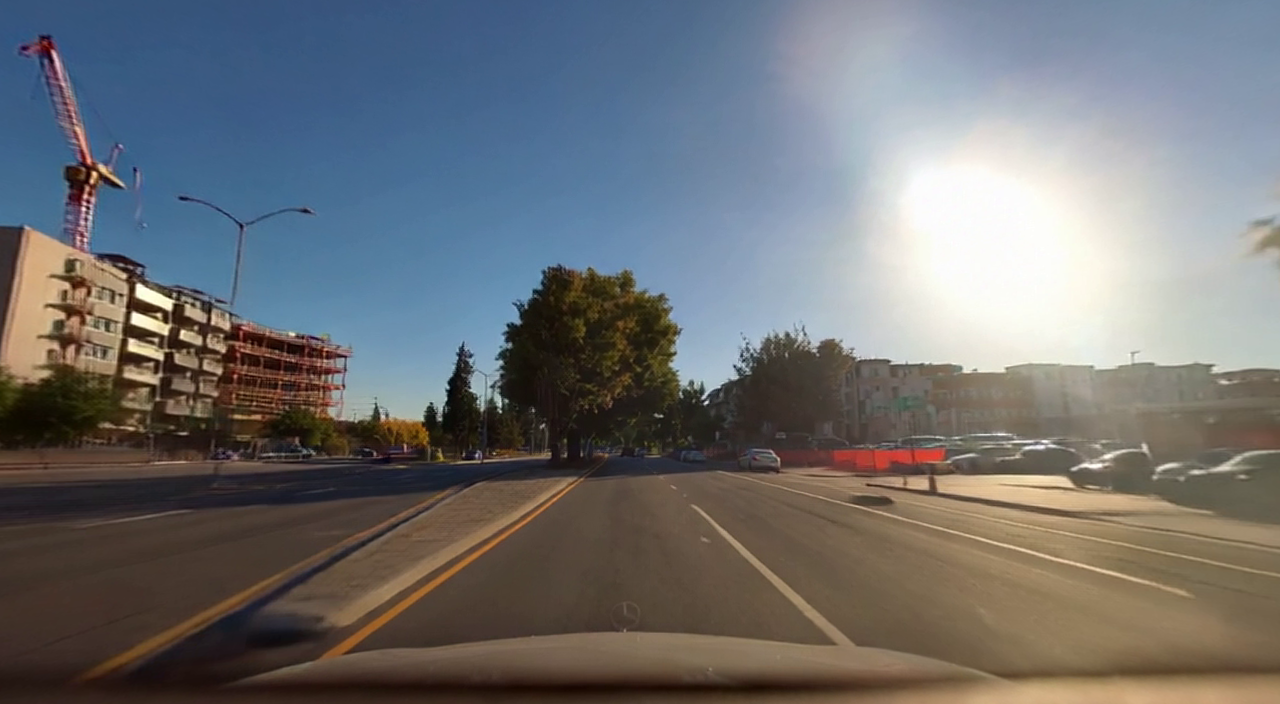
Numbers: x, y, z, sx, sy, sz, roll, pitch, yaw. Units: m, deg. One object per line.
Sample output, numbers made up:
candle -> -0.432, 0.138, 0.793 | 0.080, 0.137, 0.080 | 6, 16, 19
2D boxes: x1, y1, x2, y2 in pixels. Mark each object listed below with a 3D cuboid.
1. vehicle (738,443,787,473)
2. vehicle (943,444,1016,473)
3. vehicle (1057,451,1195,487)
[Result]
vehicle -> 7.572, 6.577, 39.469 | 2.080, 1.706, 4.392 | 0, -9, -1
vehicle -> 20.504, 6.429, 38.370 | 1.965, 1.690, 4.077 | 0, -9, -2
vehicle -> 20.859, 5.012, 27.186 | 4.698, 1.386, 1.822 | 0, -10, -8
